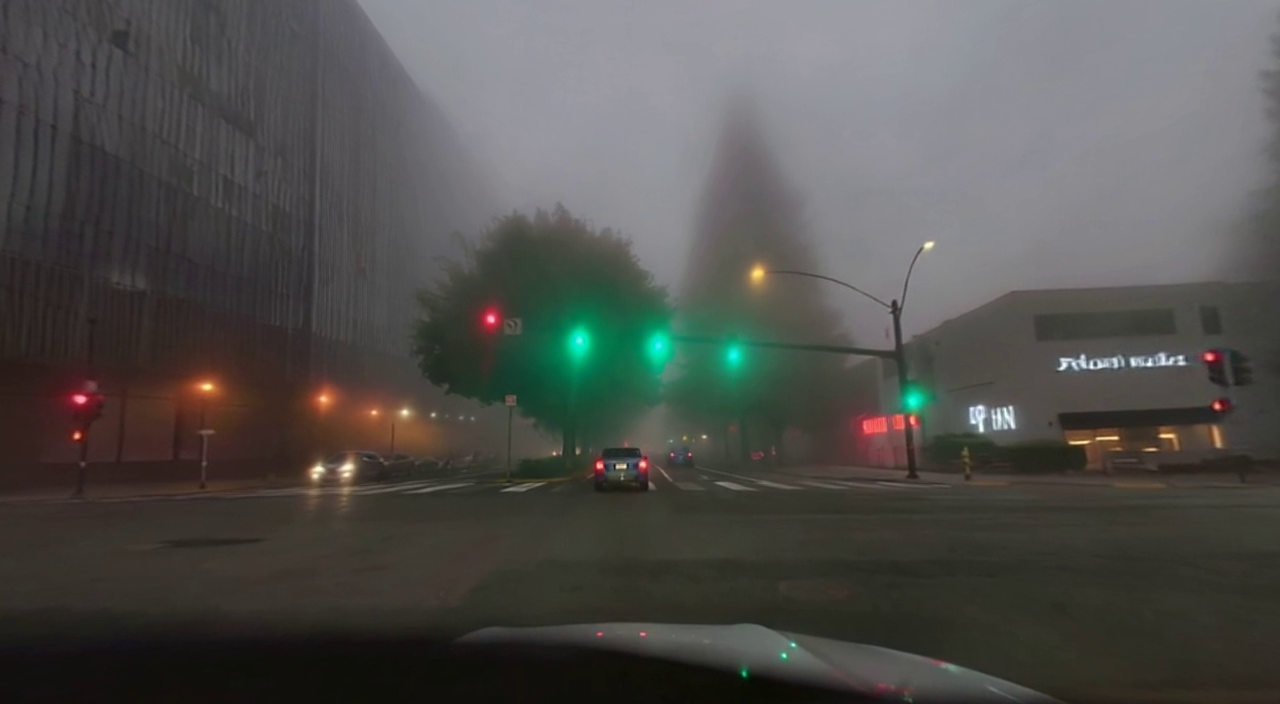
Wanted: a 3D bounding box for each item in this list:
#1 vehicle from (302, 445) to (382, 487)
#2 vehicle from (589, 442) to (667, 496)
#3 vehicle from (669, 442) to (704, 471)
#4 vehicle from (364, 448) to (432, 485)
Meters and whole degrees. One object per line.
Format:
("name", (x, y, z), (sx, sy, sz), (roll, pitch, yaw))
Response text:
("vehicle", (-15.928, 6.072, 34.102), (2.119, 1.815, 4.795), (-3, -7, -1))
("vehicle", (-0.368, 3.522, 19.493), (2.144, 1.398, 3.963), (1, -8, -1))
("vehicle", (3.198, 7.209, 43.819), (2.078, 1.799, 4.089), (1, -8, -1))
("vehicle", (-12.560, 5.922, 33.047), (2.000, 1.507, 4.286), (-3, -7, -2))
